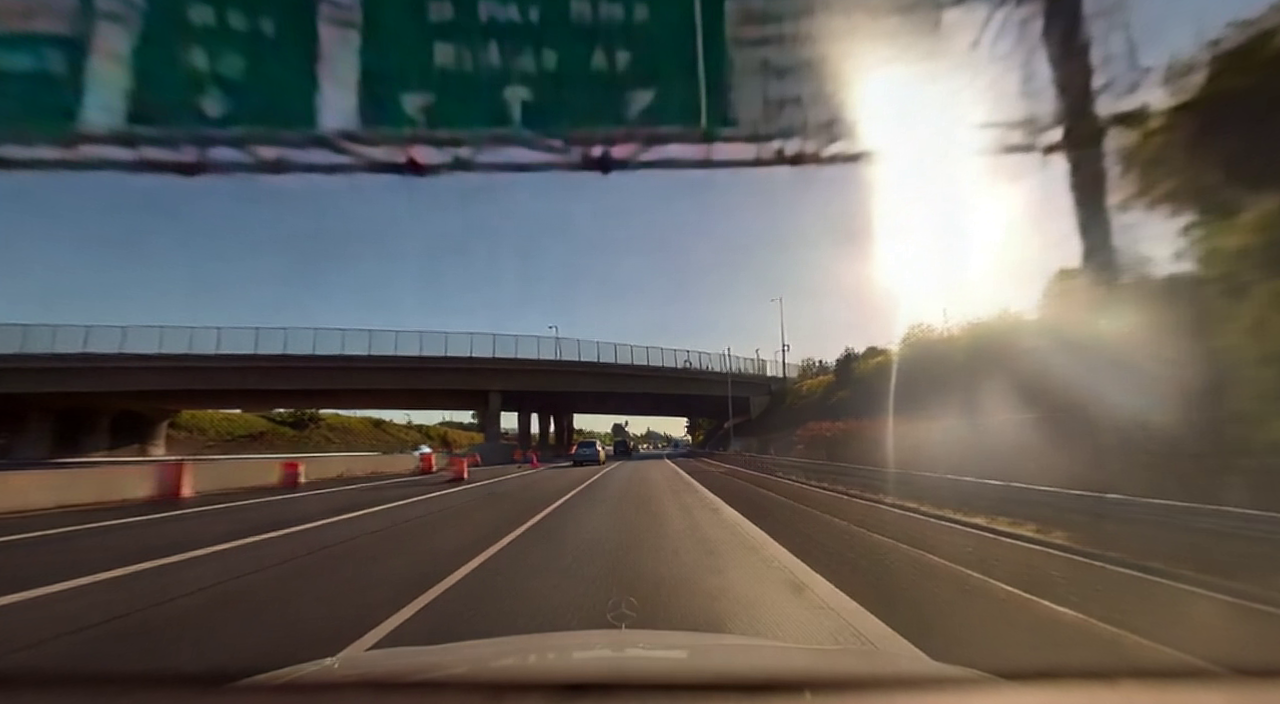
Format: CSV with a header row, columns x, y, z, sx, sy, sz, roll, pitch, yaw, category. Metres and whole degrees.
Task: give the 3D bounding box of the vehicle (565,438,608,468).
x,y,z,sx,sy,sz,roll,pitch,yaw,category
-3.034,5.894,36.740,2.078,1.629,4.059,0,-8,1,vehicle
